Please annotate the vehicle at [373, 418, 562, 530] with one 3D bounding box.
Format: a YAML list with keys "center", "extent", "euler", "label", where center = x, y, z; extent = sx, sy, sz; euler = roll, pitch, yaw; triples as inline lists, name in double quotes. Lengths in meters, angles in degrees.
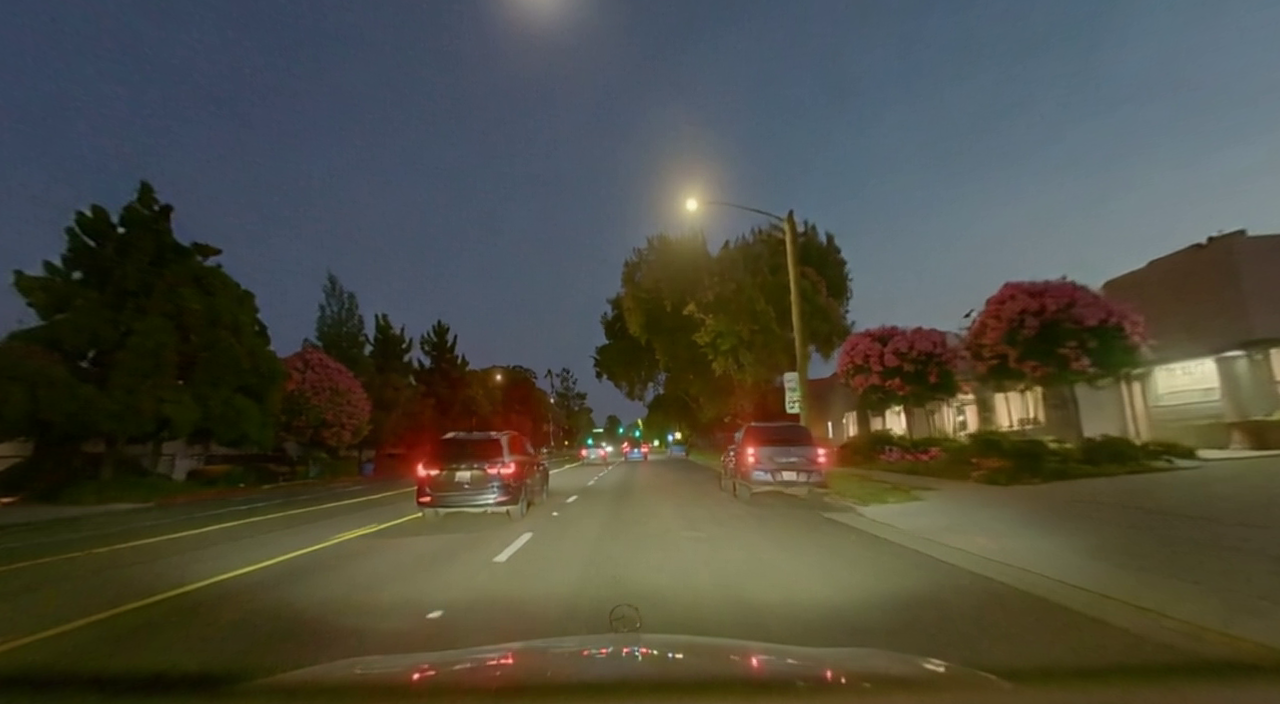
- center: [-3.065, 2.320, 12.627]
  extent: [2.257, 1.751, 5.028]
  euler: [0, -9, 1]
  label: "vehicle"

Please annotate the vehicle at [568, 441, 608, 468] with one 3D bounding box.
- center: [-3.179, 6.414, 39.725]
  extent: [2.167, 1.634, 4.220]
  euler: [0, -9, 0]
  label: "vehicle"

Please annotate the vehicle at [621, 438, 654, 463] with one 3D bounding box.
- center: [-0.194, 7.538, 48.305]
  extent: [2.376, 1.801, 4.317]
  euler: [0, -9, 0]
  label: "vehicle"

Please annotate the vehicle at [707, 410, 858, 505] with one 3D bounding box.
- center: [3.385, 2.694, 16.419]
  extent: [2.653, 2.058, 5.096]
  euler: [0, -9, -1]
  label: "vehicle"
